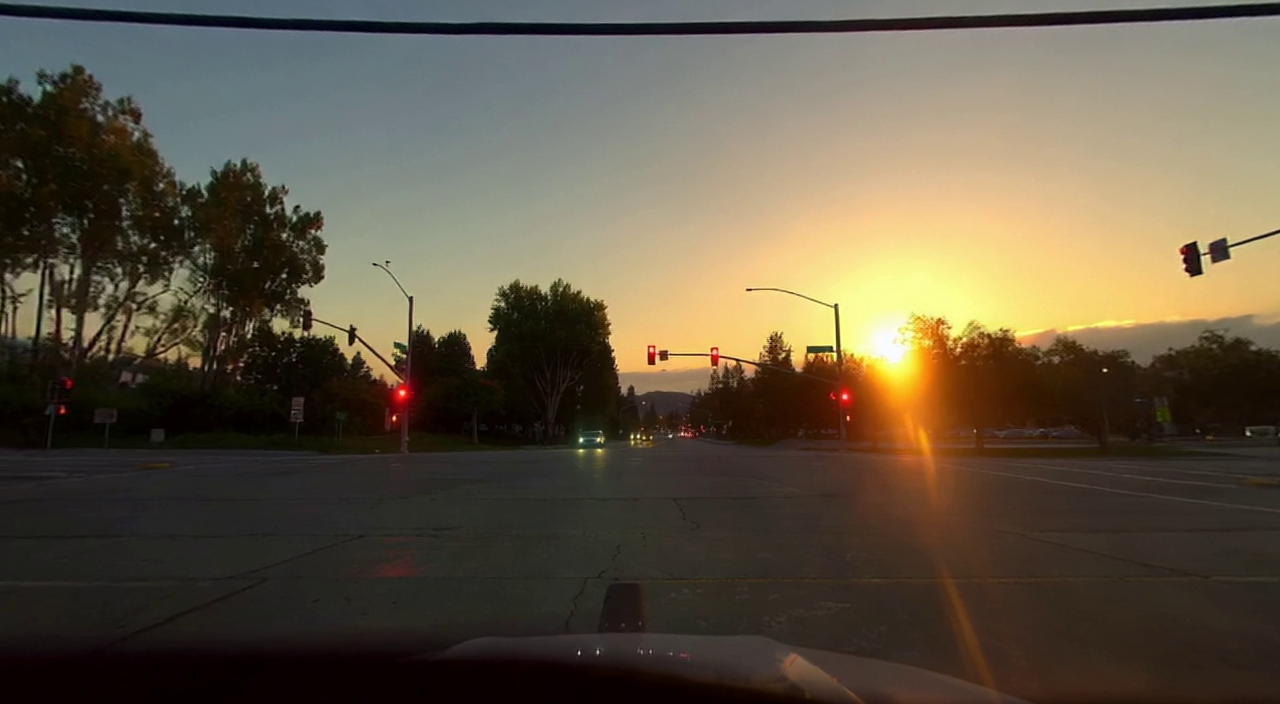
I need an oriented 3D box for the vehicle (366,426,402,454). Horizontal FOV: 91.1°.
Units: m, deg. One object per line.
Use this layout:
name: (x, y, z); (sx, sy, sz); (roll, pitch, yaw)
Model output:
vehicle: (-19.972, 6.845, 48.903); (1.873, 2.079, 2.879); (6, -11, -36)
